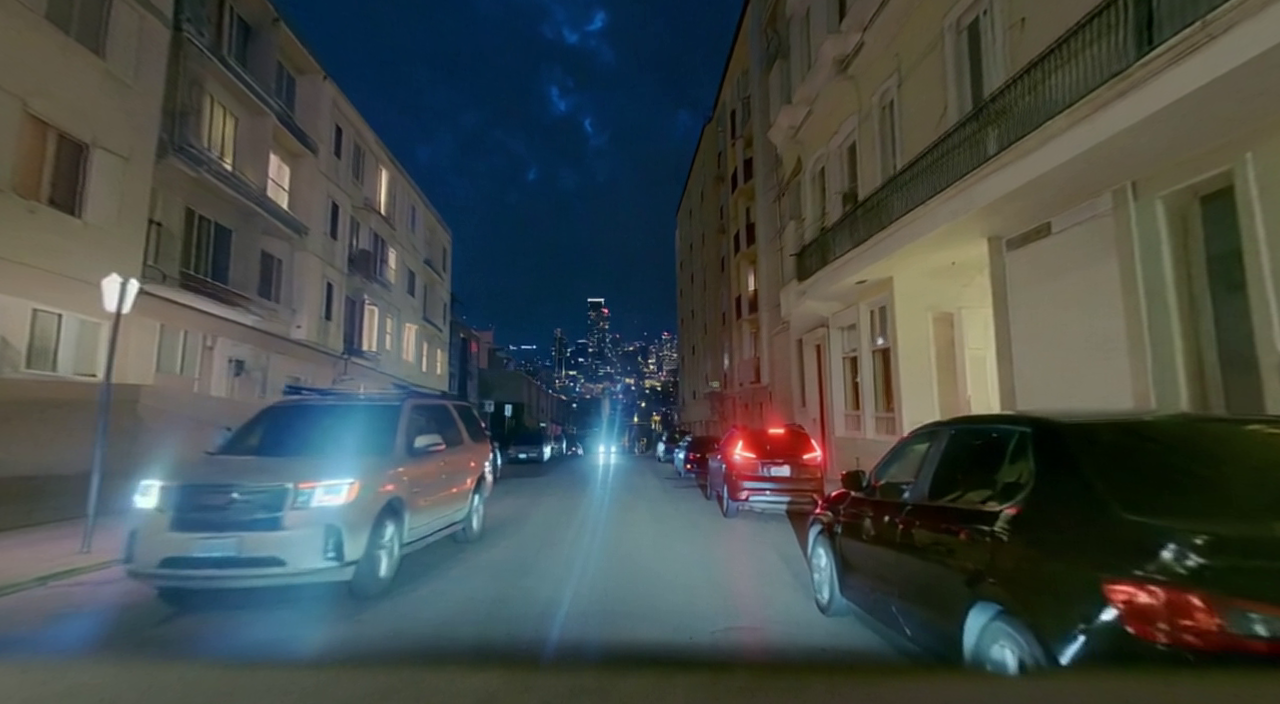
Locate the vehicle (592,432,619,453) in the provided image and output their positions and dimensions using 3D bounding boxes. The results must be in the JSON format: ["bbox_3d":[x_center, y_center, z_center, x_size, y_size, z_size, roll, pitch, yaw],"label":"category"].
[{"bbox_3d":[-2.619,6.991,48.582,1.845,1.544,3.388,0,-8,0],"label":"vehicle"}]

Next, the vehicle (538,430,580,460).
[{"bbox_3d":[-4.795,5.563,37.648,1.872,1.484,3.978,5,-9,0],"label":"vehicle"}]

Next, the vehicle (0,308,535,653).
[{"bbox_3d":[-2.784,1.132,6.638,2.195,2.103,5.420,0,-8,3],"label":"vehicle"}]

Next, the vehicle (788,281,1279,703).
[{"bbox_3d":[2.245,0.942,3.476,1.897,1.717,4.028,0,-8,0],"label":"vehicle"}]

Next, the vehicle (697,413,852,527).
[{"bbox_3d":[2.181,2.028,11.408,1.839,1.678,3.918,0,-8,-2],"label":"vehicle"}]
